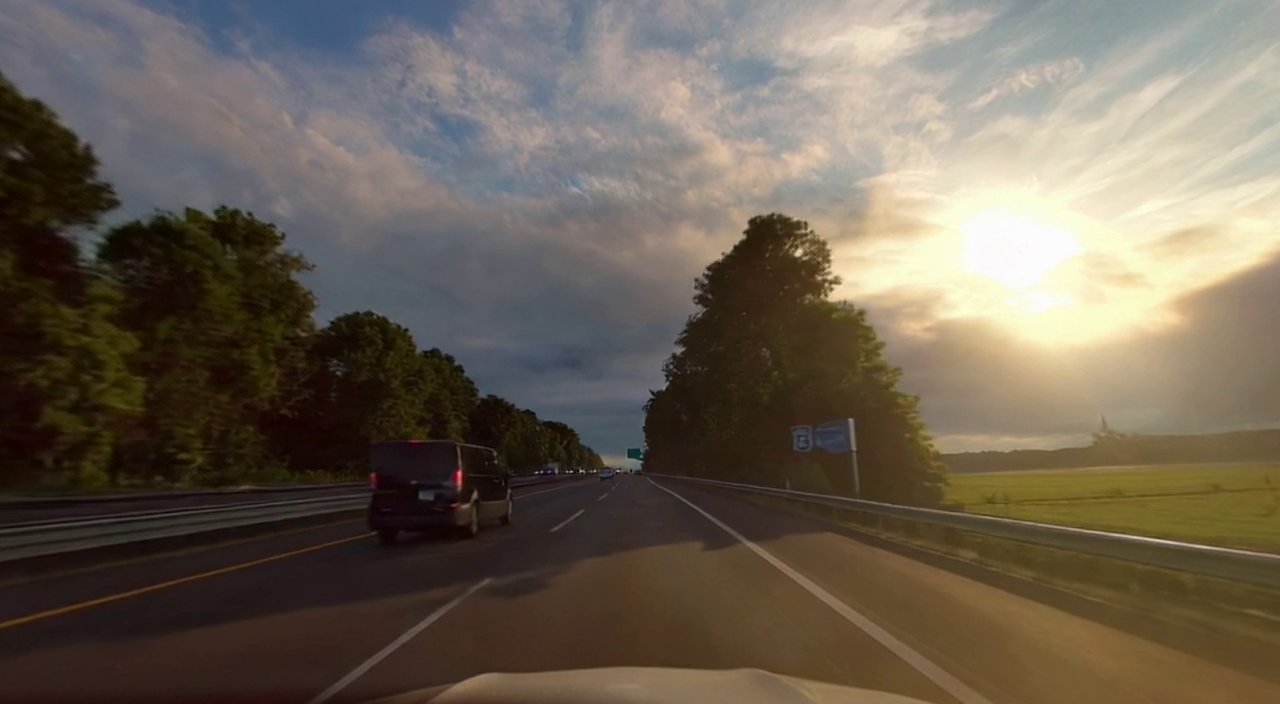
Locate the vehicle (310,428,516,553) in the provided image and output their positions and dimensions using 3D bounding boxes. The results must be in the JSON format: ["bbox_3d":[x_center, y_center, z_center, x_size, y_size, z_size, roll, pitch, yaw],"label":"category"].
[{"bbox_3d":[-3.890,2.524,11.886,2.100,1.824,4.634,1,-11,0],"label":"vehicle"}]
